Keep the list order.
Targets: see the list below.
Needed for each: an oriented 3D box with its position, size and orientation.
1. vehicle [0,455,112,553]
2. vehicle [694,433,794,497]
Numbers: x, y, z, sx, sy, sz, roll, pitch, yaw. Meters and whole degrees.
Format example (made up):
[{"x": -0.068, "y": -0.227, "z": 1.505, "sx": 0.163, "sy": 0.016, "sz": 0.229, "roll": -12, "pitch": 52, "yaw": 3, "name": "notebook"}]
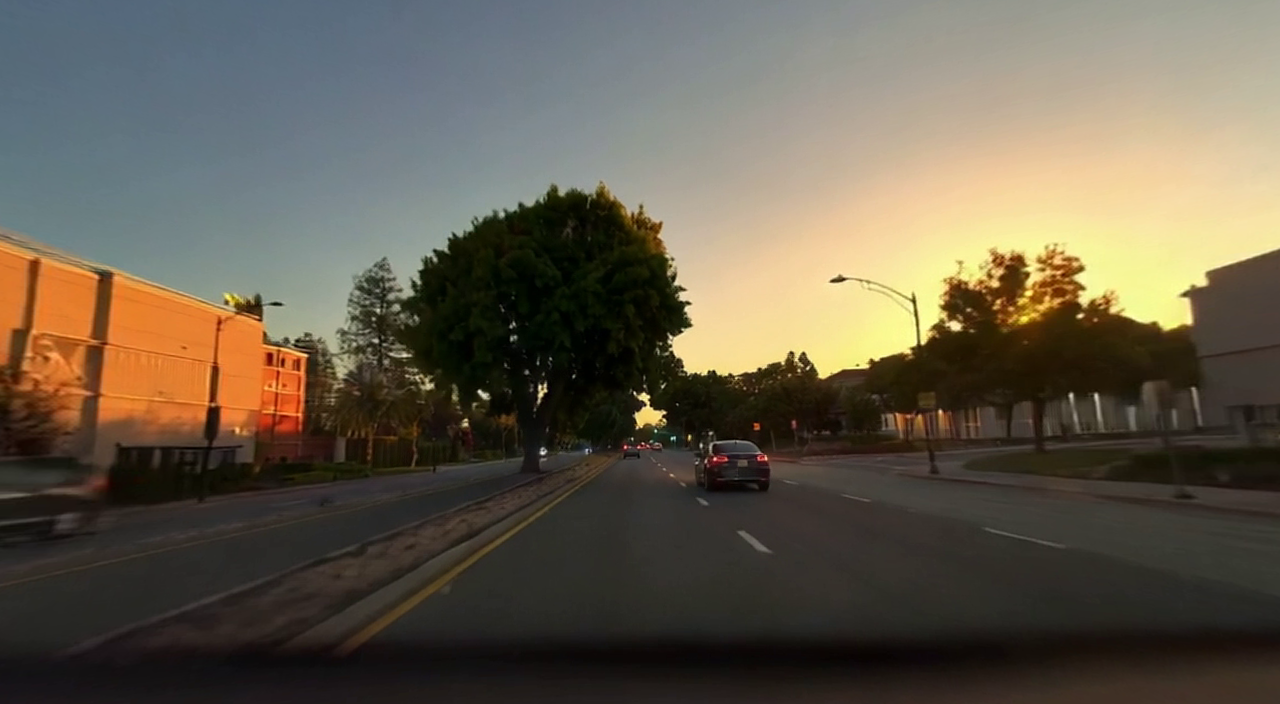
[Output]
[{"x": -12.226, "y": 2.703, "z": 11.174, "sx": 1.943, "sy": 1.672, "sz": 4.368, "roll": 0, "pitch": -9, "yaw": 1, "name": "vehicle"}, {"x": 2.874, "y": 3.260, "z": 18.635, "sx": 1.995, "sy": 1.616, "sz": 4.729, "roll": 0, "pitch": -9, "yaw": -2, "name": "vehicle"}]
